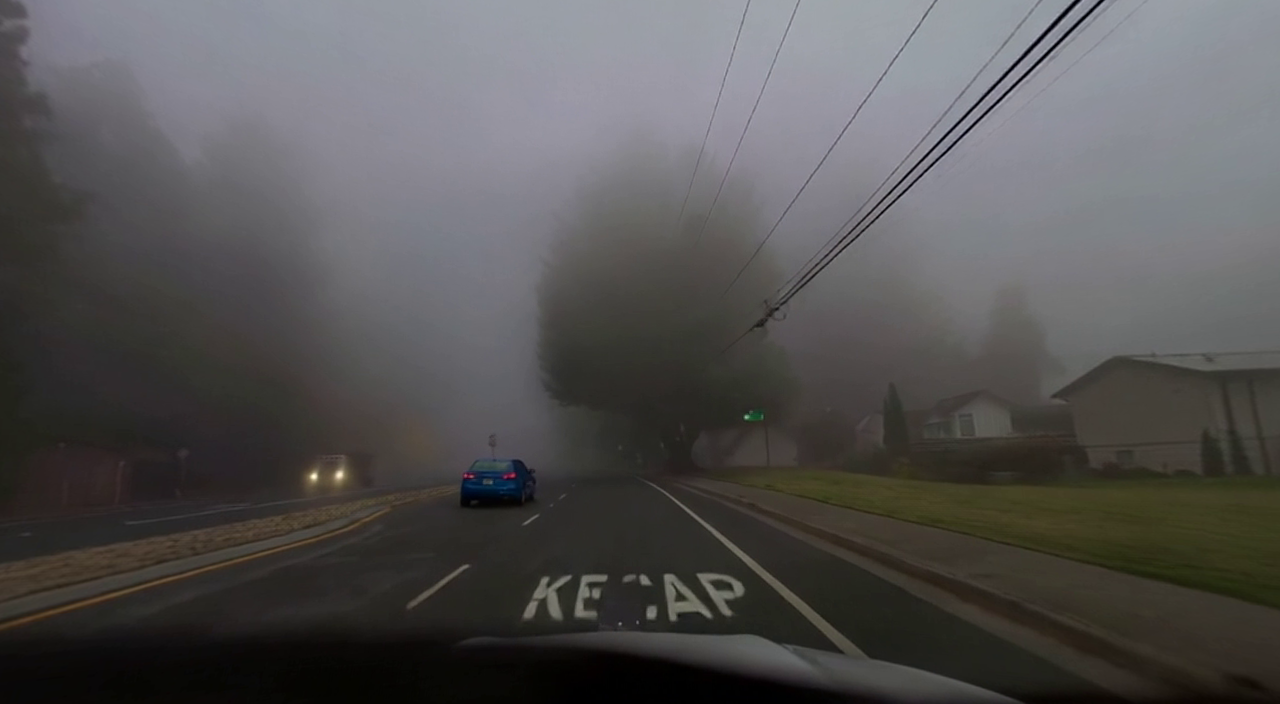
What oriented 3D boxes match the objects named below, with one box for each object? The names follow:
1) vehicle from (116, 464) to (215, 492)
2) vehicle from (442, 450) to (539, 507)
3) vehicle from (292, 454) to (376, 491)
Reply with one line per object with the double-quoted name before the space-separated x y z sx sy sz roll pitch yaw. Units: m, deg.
"vehicle" -30.733 8.205 41.073 4.582 1.683 1.974 3 -10 -12
"vehicle" -4.415 3.796 19.412 1.980 1.508 4.502 0 -9 -2
"vehicle" -19.178 7.520 40.069 2.544 2.065 6.253 0 -9 -4
